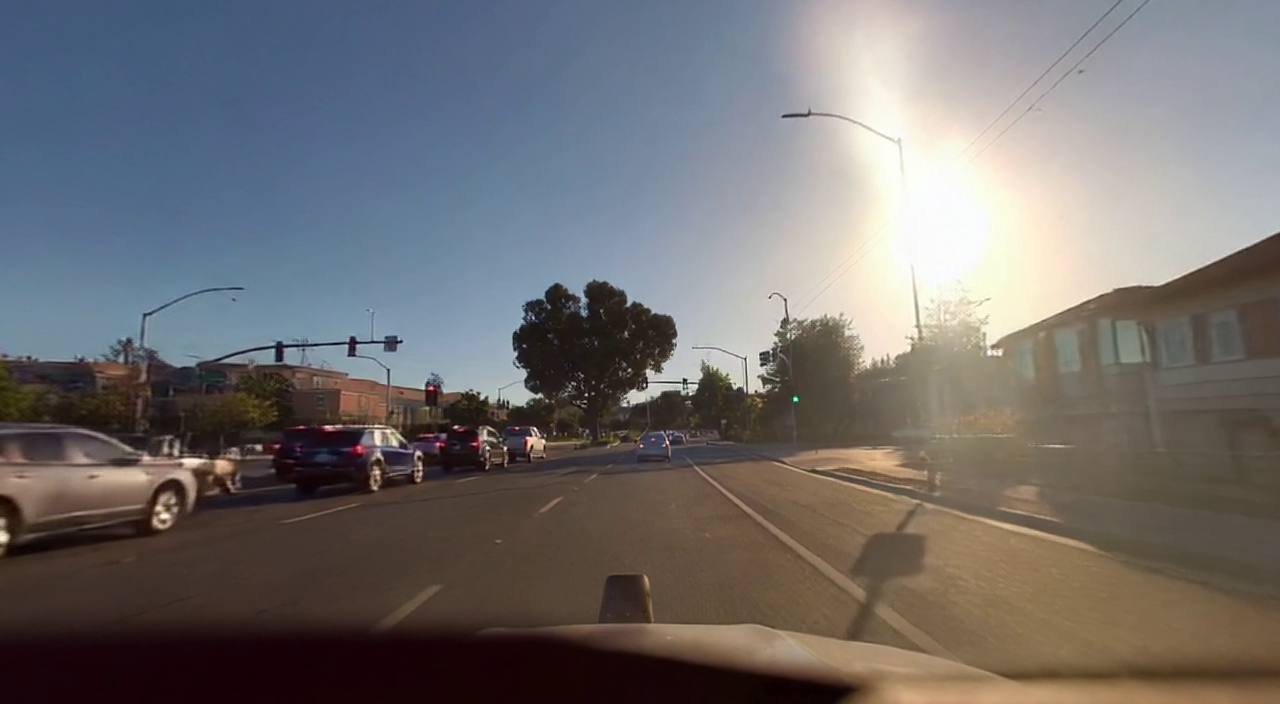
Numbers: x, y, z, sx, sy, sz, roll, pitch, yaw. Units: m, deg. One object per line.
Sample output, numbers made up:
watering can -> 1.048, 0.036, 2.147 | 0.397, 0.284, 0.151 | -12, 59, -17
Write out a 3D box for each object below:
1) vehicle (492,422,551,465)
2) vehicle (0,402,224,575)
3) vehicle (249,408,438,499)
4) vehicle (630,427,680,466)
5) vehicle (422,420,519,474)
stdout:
vehicle -> -6.121, 4.801, 33.181 | 2.316, 2.014, 5.215 | 0, -8, -3
vehicle -> -7.172, 1.419, 6.798 | 2.121, 1.630, 4.642 | 0, -8, 1
vehicle -> -6.778, 2.414, 15.199 | 1.951, 1.809, 4.917 | 0, -8, 3
vehicle -> 0.753, 4.473, 29.864 | 2.197, 1.682, 3.642 | 0, -8, 3
vehicle -> -6.391, 3.680, 24.476 | 2.111, 1.864, 4.932 | -1, -8, 4
